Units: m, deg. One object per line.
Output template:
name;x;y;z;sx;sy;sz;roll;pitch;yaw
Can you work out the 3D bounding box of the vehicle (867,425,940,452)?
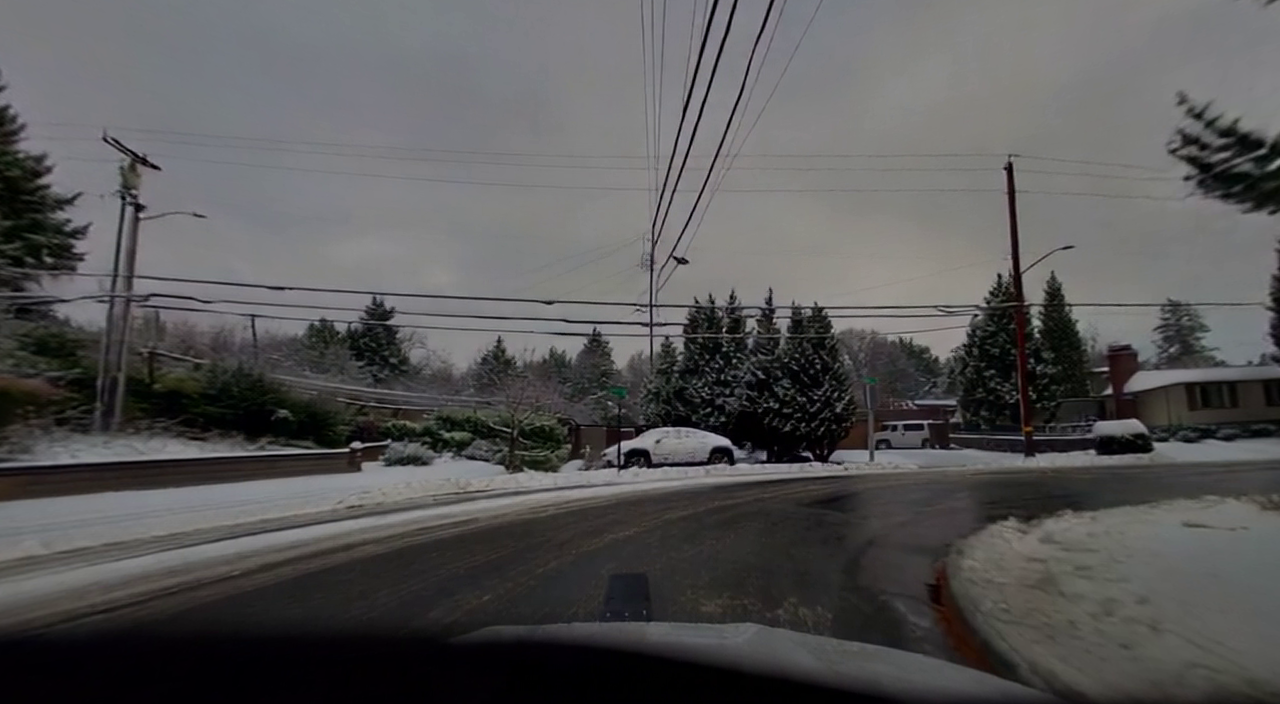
vehicle;16.587;5.488;39.807;3.784;1.532;1.650;-2;-9;3
